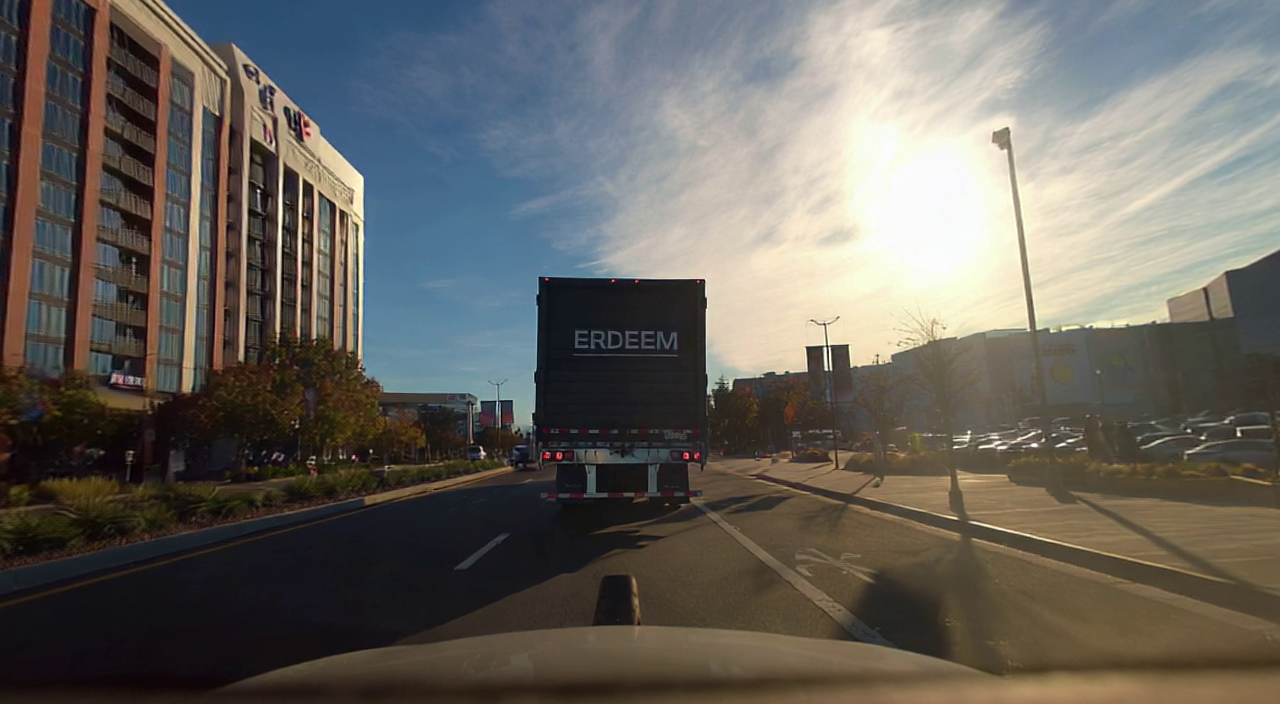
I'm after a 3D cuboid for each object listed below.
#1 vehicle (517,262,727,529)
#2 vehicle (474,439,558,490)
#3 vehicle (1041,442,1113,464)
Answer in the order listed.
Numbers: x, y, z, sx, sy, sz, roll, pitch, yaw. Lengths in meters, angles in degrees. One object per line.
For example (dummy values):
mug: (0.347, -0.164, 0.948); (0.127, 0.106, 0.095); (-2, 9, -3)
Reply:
vehicle: (-0.207, 1.186, 13.471); (2.876, 3.724, 9.351); (0, -8, 1)
vehicle: (-3.925, 3.607, 20.549); (1.957, 1.462, 3.878); (0, -8, 0)
vehicle: (31.352, 7.216, 45.167); (1.652, 1.423, 3.797); (5, -9, -35)
